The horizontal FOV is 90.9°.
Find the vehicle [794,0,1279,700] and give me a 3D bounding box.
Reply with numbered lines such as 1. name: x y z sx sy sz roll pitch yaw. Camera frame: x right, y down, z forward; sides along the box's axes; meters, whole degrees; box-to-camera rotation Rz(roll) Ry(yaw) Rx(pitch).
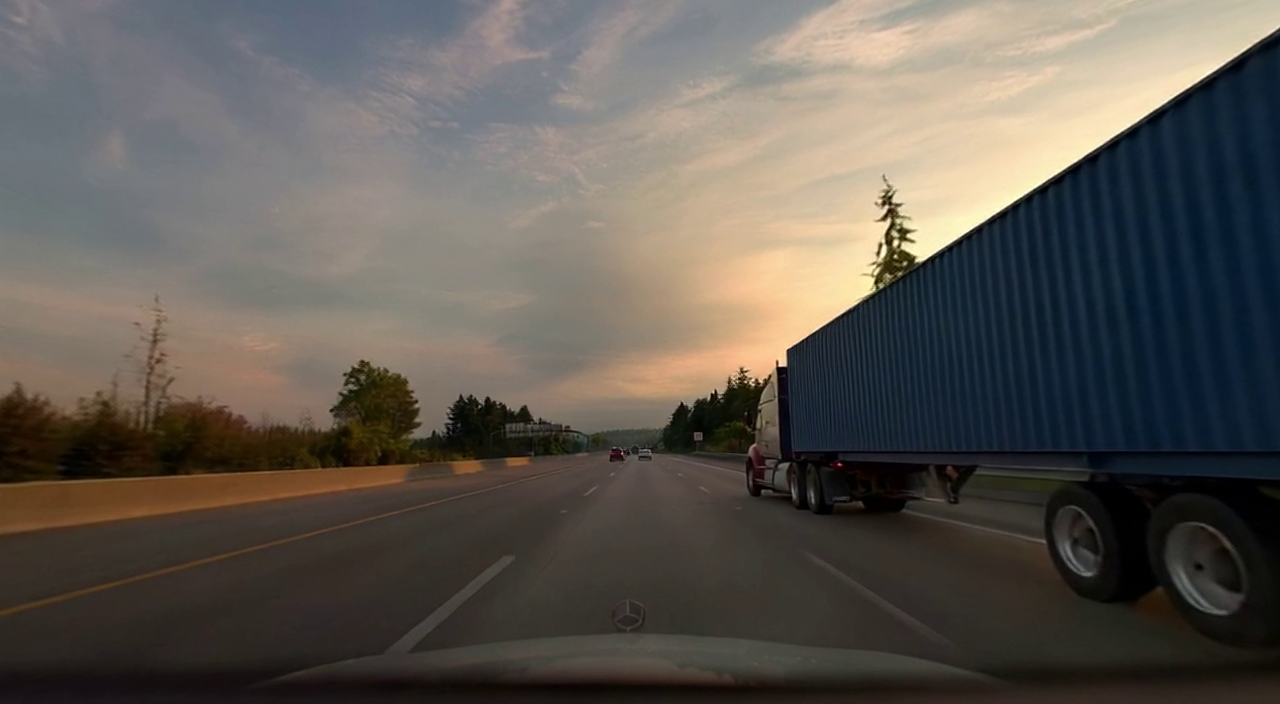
1. vehicle: 4.707 0.287 6.659 2.821 4.046 12.876 0 -9 0
